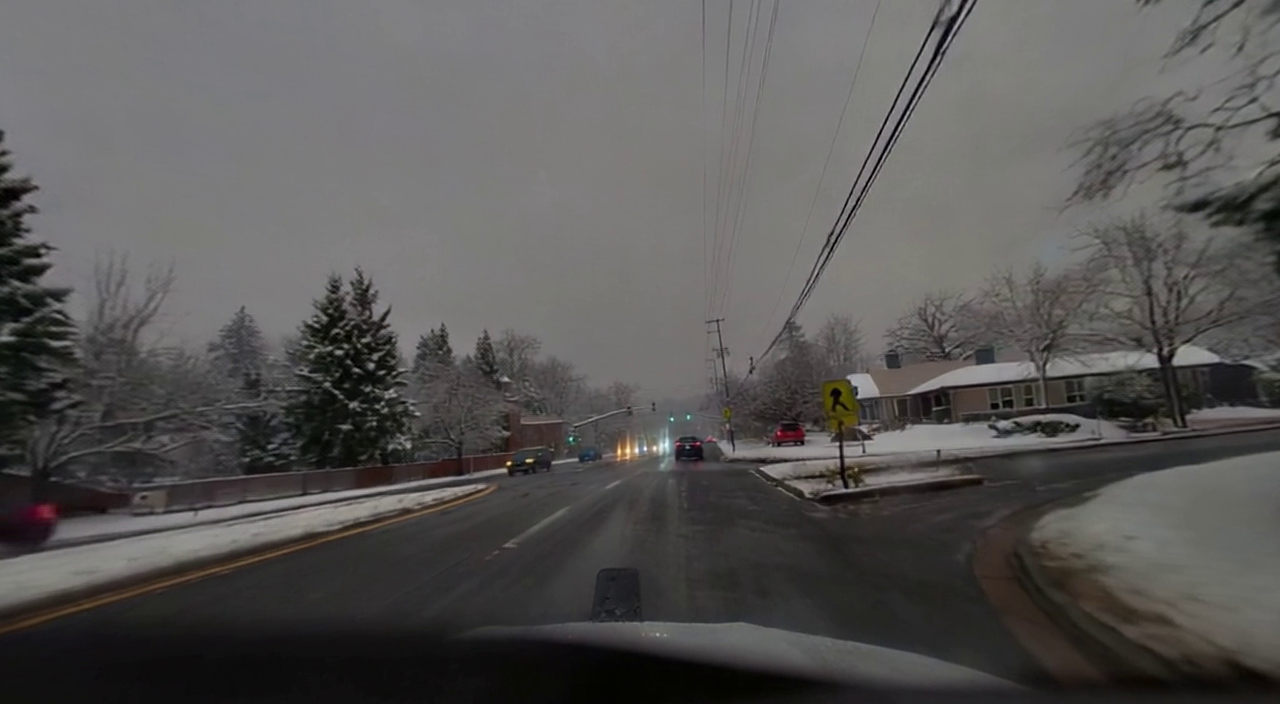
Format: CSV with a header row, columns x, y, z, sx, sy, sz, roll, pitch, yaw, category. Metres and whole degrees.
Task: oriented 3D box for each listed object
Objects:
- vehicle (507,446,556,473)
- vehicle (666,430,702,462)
x,y,z,sx,sy,sz,roll,pitch,yaw,category
-7.516,7.497,44.110,2.014,1.734,4.482,-2,-8,9,vehicle
2.824,5.934,39.853,2.059,1.908,4.714,-2,-8,6,vehicle
